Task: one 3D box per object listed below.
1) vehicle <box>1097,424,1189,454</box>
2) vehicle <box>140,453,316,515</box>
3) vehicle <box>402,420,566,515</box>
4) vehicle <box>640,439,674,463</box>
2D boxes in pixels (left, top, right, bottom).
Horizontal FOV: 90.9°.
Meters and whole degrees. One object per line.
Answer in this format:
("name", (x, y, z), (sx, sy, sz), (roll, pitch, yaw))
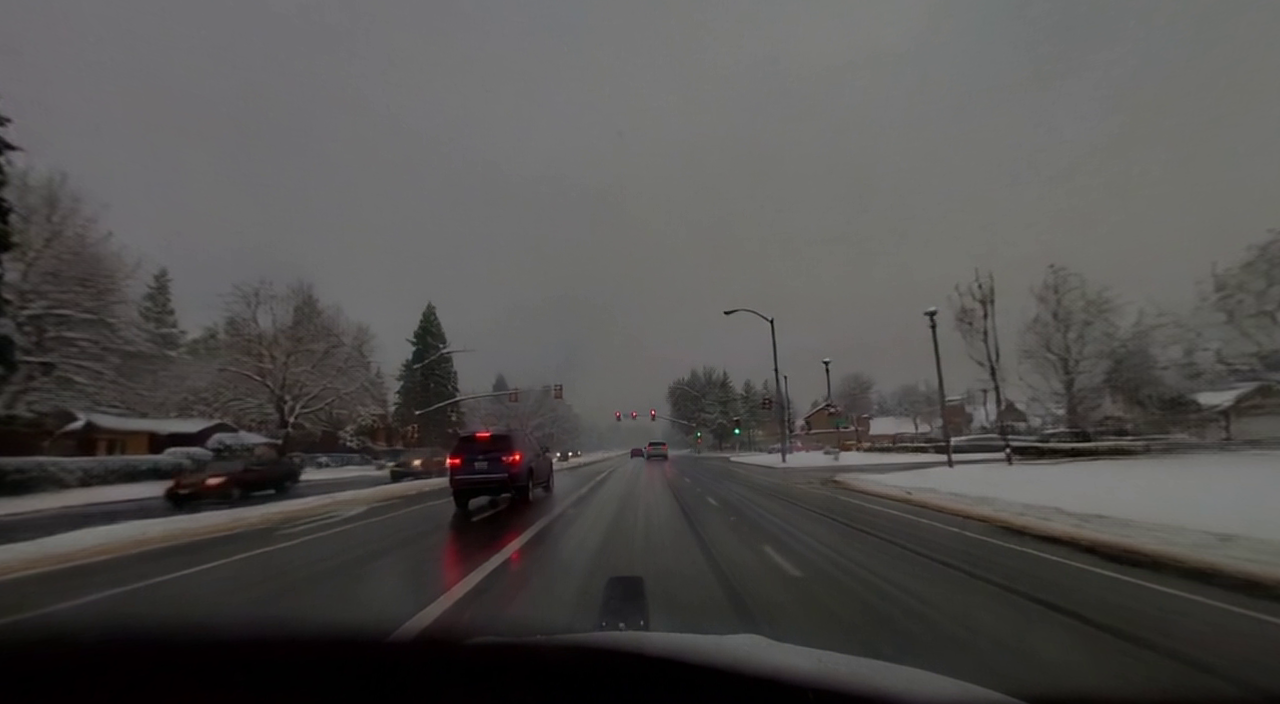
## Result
("vehicle", (33.095, 5.722, 41.685), (2.003, 1.734, 4.821), (-3, -7, 0))
("vehicle", (-11.770, 3.768, 18.529), (1.915, 1.493, 4.782), (-1, -8, 1))
("vehicle", (-3.358, 2.656, 15.042), (2.459, 1.825, 5.380), (-1, -8, 1))
("vehicle", (1.265, 7.661, 48.910), (2.437, 1.737, 4.420), (0, -8, -2))
